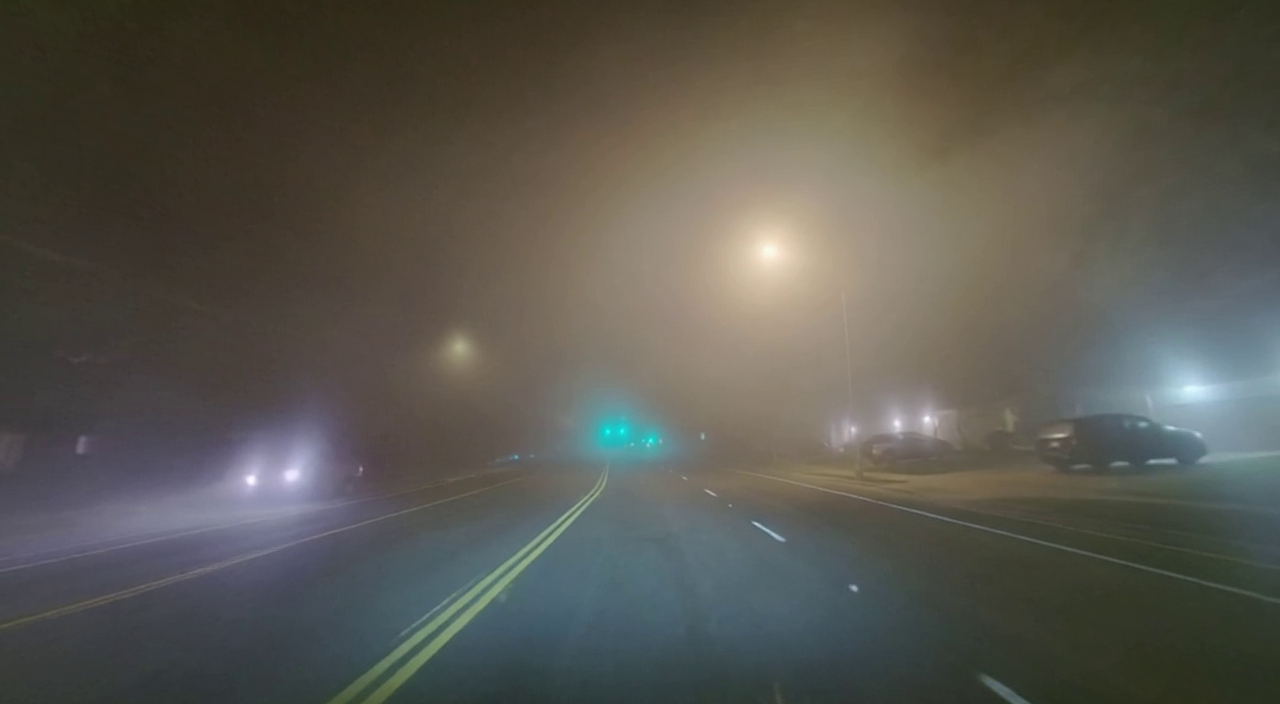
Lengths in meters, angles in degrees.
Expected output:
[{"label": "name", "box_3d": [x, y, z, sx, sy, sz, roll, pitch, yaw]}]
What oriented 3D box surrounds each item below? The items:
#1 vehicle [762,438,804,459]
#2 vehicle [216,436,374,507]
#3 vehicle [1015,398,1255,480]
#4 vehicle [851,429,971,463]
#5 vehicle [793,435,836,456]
[{"label": "vehicle", "box_3d": [10.416, 7.051, 46.396, 1.847, 1.455, 4.650, 0, -8, -1]}, {"label": "vehicle", "box_3d": [-11.258, 3.960, 21.230, 2.347, 1.960, 5.167, -2, -10, 0]}, {"label": "vehicle", "box_3d": [13.555, 2.420, 17.562, 4.793, 1.744, 2.055, -5, -8, 0]}, {"label": "vehicle", "box_3d": [12.860, 4.484, 30.166, 4.767, 1.557, 1.994, 0, -8, -2]}, {"label": "vehicle", "box_3d": [12.912, 6.933, 46.919, 1.889, 1.499, 4.218, 0, -8, -2]}]
